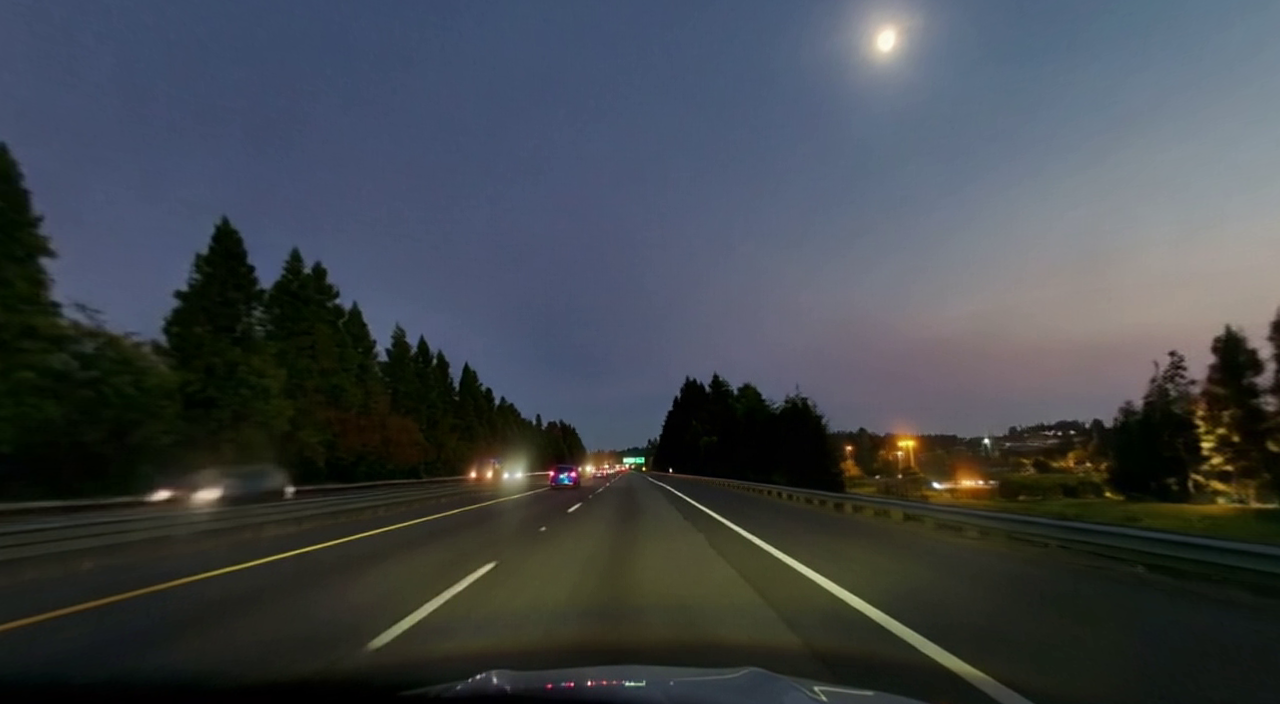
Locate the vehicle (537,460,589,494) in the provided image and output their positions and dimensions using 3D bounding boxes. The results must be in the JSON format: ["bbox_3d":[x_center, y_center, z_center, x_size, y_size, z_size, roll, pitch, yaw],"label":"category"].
[{"bbox_3d":[-3.829,6.359,32.182,2.068,1.592,4.479,1,-10,0],"label":"vehicle"}]

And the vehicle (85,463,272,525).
[{"bbox_3d":[-13.037,4.020,18.264,1.942,1.515,4.576,1,-10,0],"label":"vehicle"}]
